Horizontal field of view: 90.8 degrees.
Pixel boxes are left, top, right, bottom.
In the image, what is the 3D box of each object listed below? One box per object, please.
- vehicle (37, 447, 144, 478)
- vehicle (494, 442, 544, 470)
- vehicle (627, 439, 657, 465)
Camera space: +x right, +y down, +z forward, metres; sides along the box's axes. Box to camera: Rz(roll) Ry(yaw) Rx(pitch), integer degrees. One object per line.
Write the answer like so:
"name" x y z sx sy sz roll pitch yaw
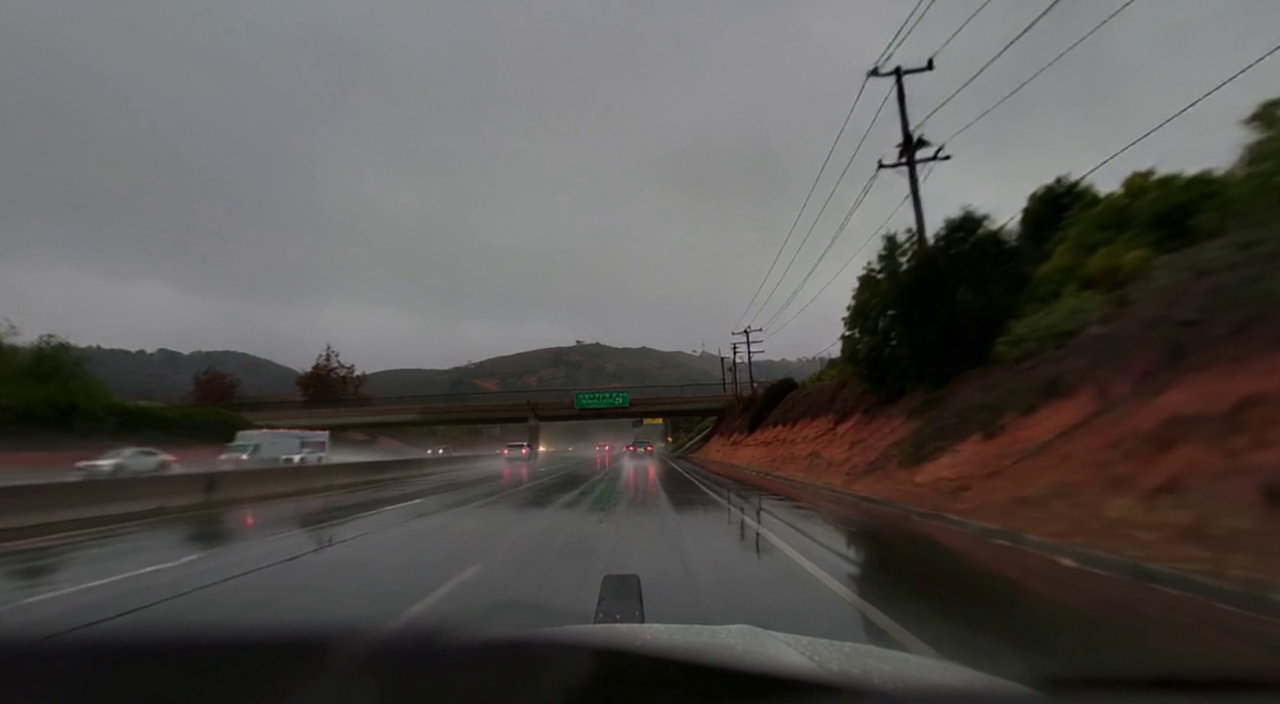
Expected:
"vehicle" -35.503 7.125 41.101 2.001 1.866 5.412 0 -8 1
"vehicle" -7.077 6.114 37.400 2.077 1.511 4.323 0 -8 1
"vehicle" 0.141 7.036 44.508 2.063 1.715 4.299 0 -8 0
